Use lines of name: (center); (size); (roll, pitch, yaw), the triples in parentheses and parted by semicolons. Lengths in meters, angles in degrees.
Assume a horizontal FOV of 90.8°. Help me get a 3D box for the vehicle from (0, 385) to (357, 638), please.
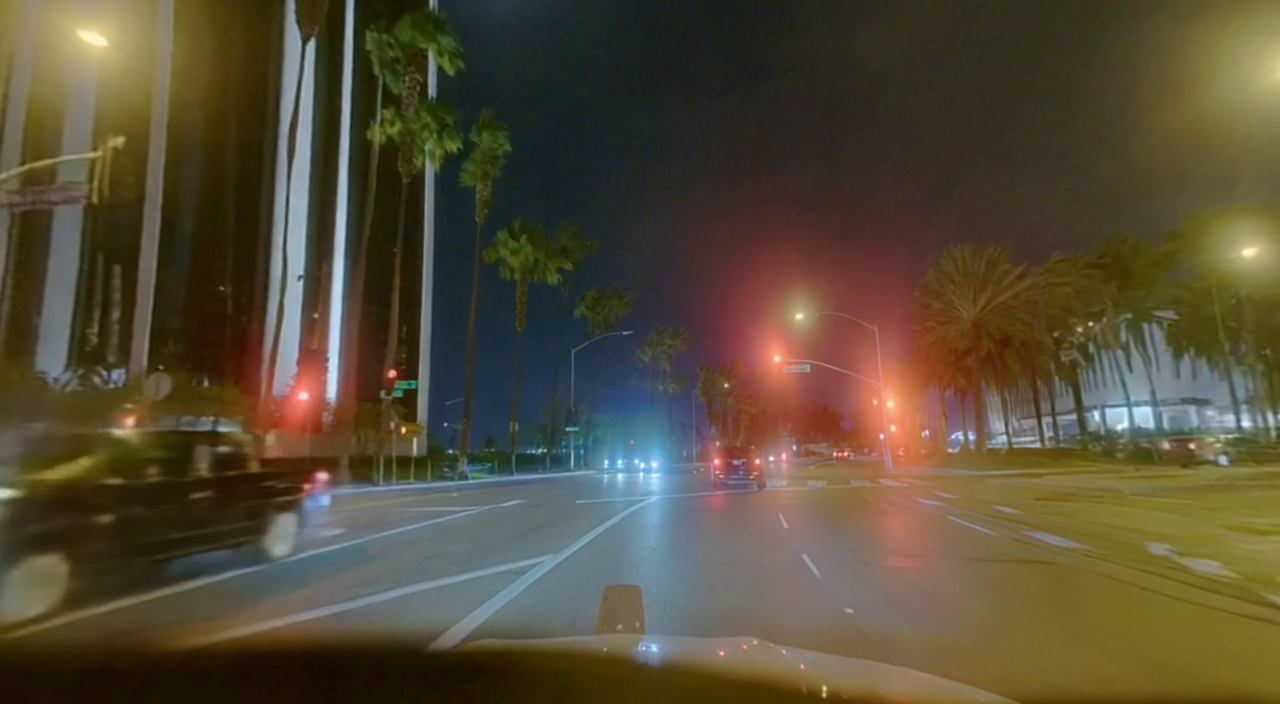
vehicle: (-5.187, 1.424, 6.568); (2.013, 1.746, 4.366); (-1, -8, 7)

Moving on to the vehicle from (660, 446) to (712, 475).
vehicle: (2.544, 5.848, 34.236); (2.048, 1.418, 4.177); (-2, -9, 15)

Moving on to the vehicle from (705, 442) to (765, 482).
vehicle: (4.005, 4.498, 26.165); (2.096, 1.492, 4.071); (-2, -9, 13)

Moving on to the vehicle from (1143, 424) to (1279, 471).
vehicle: (24.633, 4.039, 26.853); (5.049, 1.861, 2.081); (2, -8, -10)
